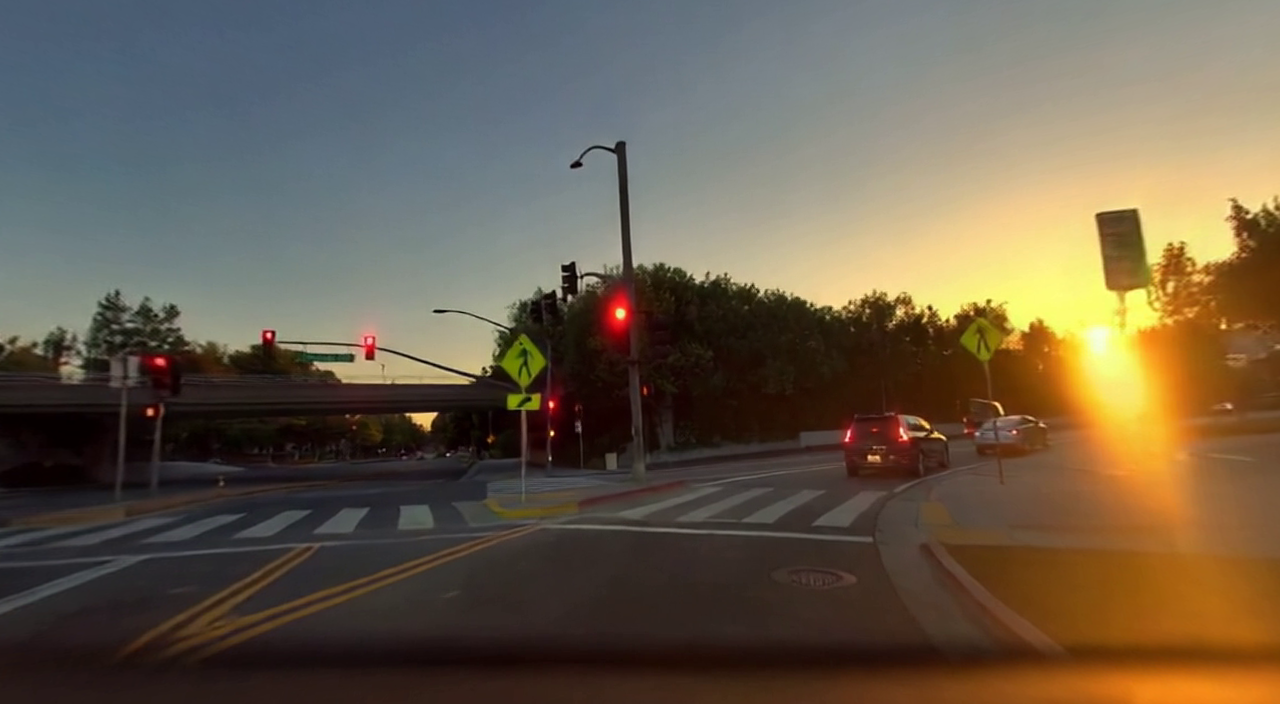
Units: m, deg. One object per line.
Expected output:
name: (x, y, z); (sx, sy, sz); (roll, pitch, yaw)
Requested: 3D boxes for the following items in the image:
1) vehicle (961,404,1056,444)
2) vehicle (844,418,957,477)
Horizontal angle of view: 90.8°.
vehicle: (19.522, 3.891, 33.417); (5.144, 1.954, 2.122); (5, -10, -33)
vehicle: (8.144, 2.955, 19.584); (1.908, 1.622, 4.166); (-7, -11, 41)
